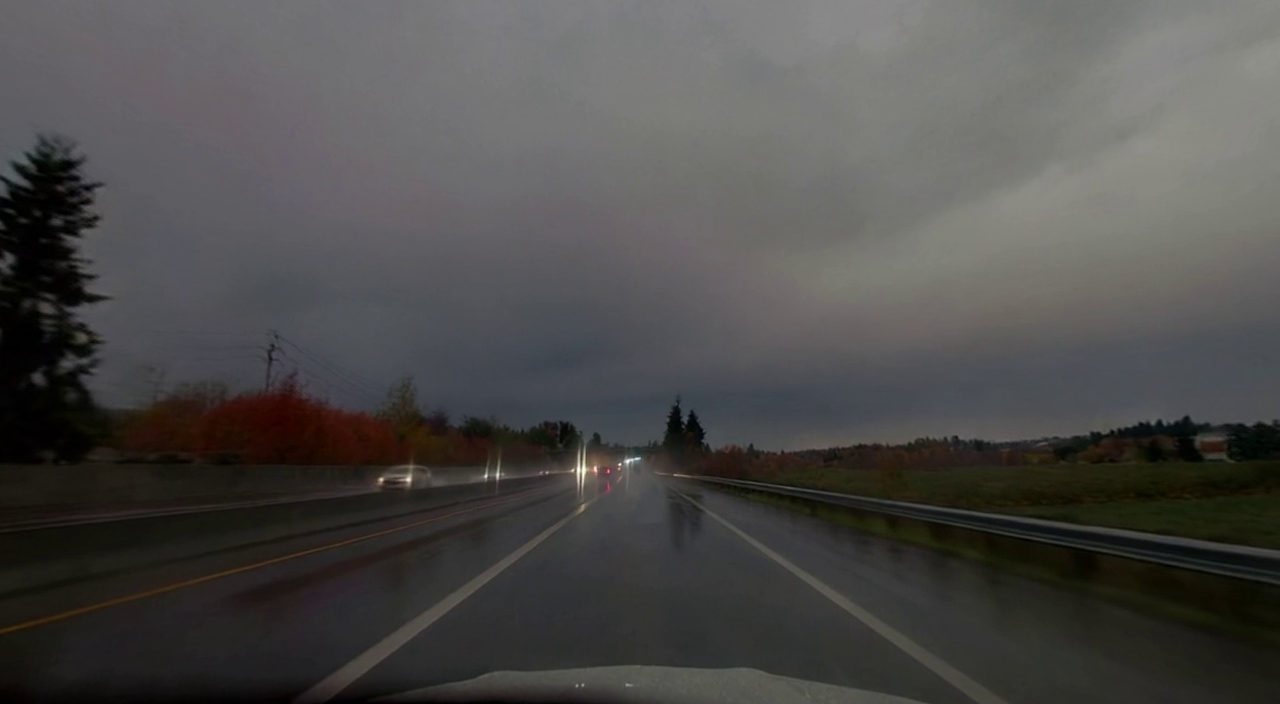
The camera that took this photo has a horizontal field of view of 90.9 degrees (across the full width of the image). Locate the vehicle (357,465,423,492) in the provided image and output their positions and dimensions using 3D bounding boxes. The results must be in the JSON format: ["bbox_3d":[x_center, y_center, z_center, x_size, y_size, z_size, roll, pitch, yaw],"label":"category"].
[{"bbox_3d":[-14.649,7.461,37.250,1.945,1.454,4.343,0,-11,2],"label":"vehicle"}]
